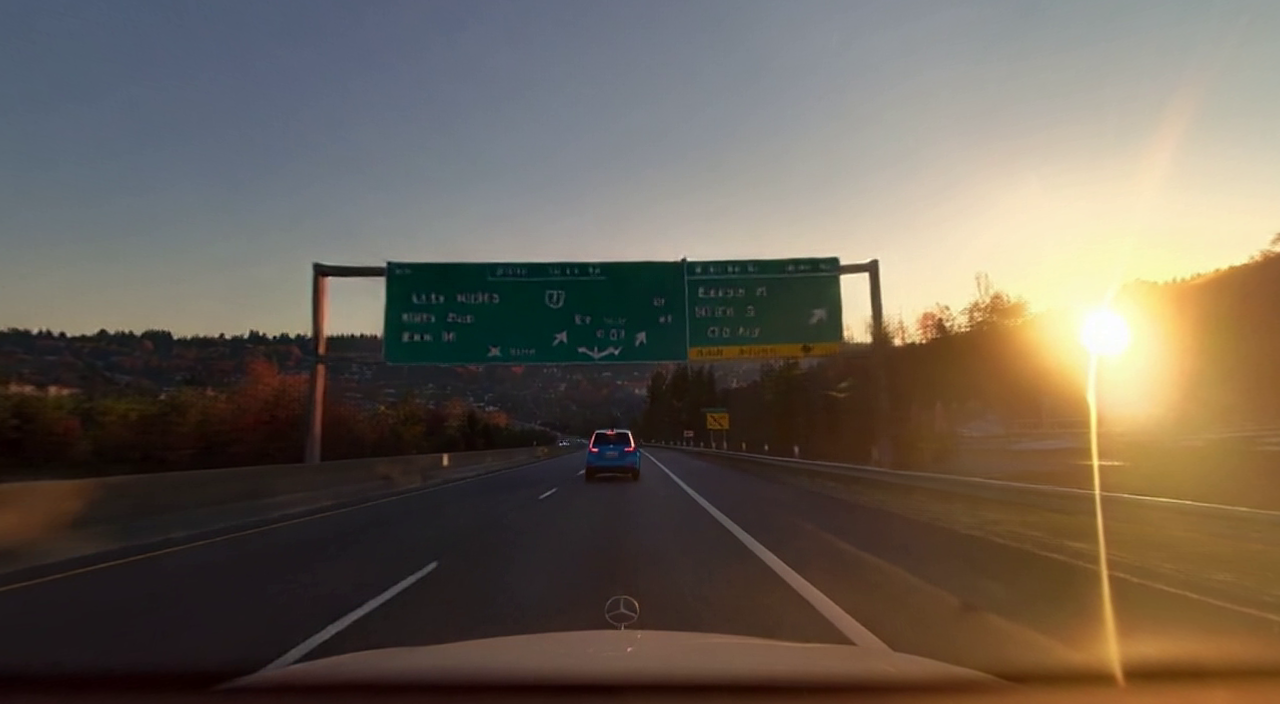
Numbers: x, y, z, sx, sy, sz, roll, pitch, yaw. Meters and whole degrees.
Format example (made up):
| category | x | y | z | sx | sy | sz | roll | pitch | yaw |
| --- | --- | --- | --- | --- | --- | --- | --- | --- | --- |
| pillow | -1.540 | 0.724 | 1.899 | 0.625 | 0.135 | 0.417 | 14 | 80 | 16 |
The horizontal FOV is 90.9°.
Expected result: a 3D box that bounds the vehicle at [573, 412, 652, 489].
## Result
| category | x | y | z | sx | sy | sz | roll | pitch | yaw |
| --- | --- | --- | --- | --- | --- | --- | --- | --- | --- |
| vehicle | -0.832 | 3.157 | 20.386 | 2.248 | 2.154 | 4.892 | 0 | -8 | -1 |
